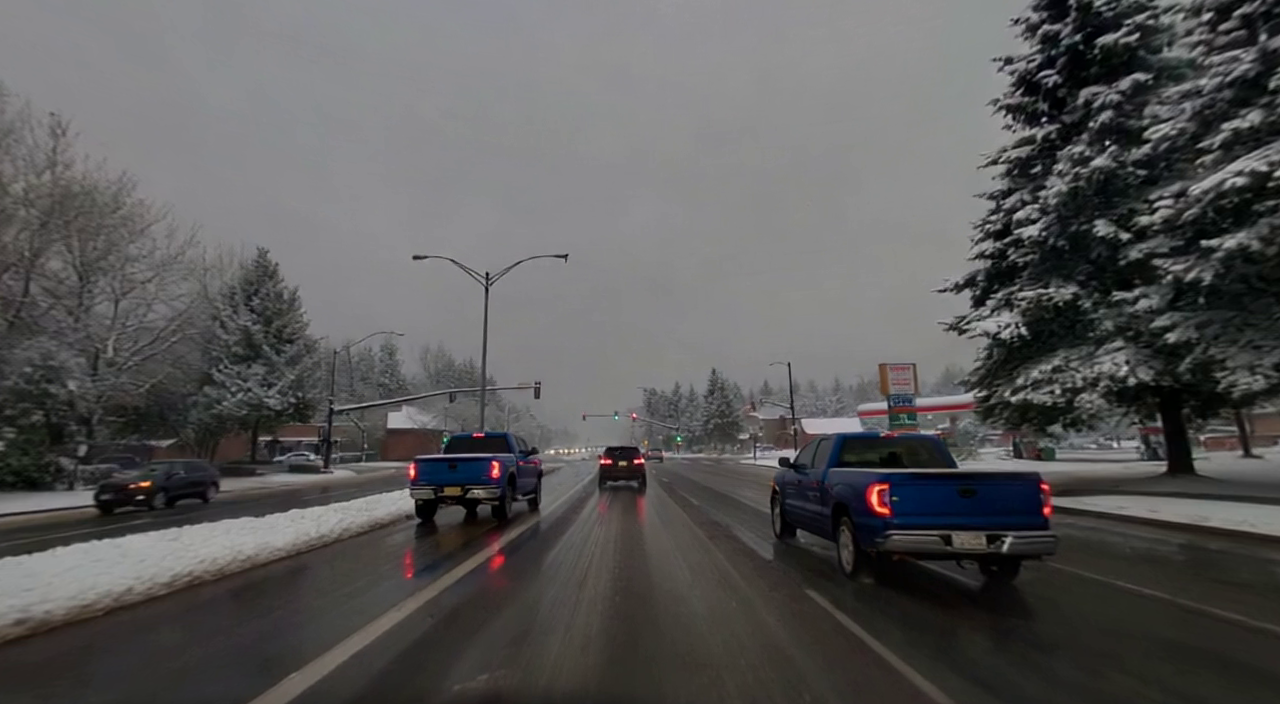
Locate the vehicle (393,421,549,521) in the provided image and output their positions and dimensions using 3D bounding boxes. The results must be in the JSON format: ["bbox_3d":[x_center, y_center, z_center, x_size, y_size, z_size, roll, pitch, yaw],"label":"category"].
[{"bbox_3d":[-3.669,2.730,15.078,2.195,1.905,5.634,0,-9,0],"label":"vehicle"}]

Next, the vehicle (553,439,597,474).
[{"bbox_3d":[-4.023,6.564,39.991,2.321,2.026,5.307,0,-9,-1],"label":"vehicle"}]

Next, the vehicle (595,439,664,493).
[{"bbox_3d":[-0.371,3.699,20.815,2.029,1.605,3.827,0,-9,-2],"label":"vehicle"}]

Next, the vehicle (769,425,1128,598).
[{"bbox_3d":[3.163,1.728,7.805,2.061,1.487,4.462,0,-9,-2],"label":"vehicle"}]

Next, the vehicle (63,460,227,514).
[{"bbox_3d":[-16.191,4.410,21.061,1.866,1.477,4.550,0,-9,-2],"label":"vehicle"}]
